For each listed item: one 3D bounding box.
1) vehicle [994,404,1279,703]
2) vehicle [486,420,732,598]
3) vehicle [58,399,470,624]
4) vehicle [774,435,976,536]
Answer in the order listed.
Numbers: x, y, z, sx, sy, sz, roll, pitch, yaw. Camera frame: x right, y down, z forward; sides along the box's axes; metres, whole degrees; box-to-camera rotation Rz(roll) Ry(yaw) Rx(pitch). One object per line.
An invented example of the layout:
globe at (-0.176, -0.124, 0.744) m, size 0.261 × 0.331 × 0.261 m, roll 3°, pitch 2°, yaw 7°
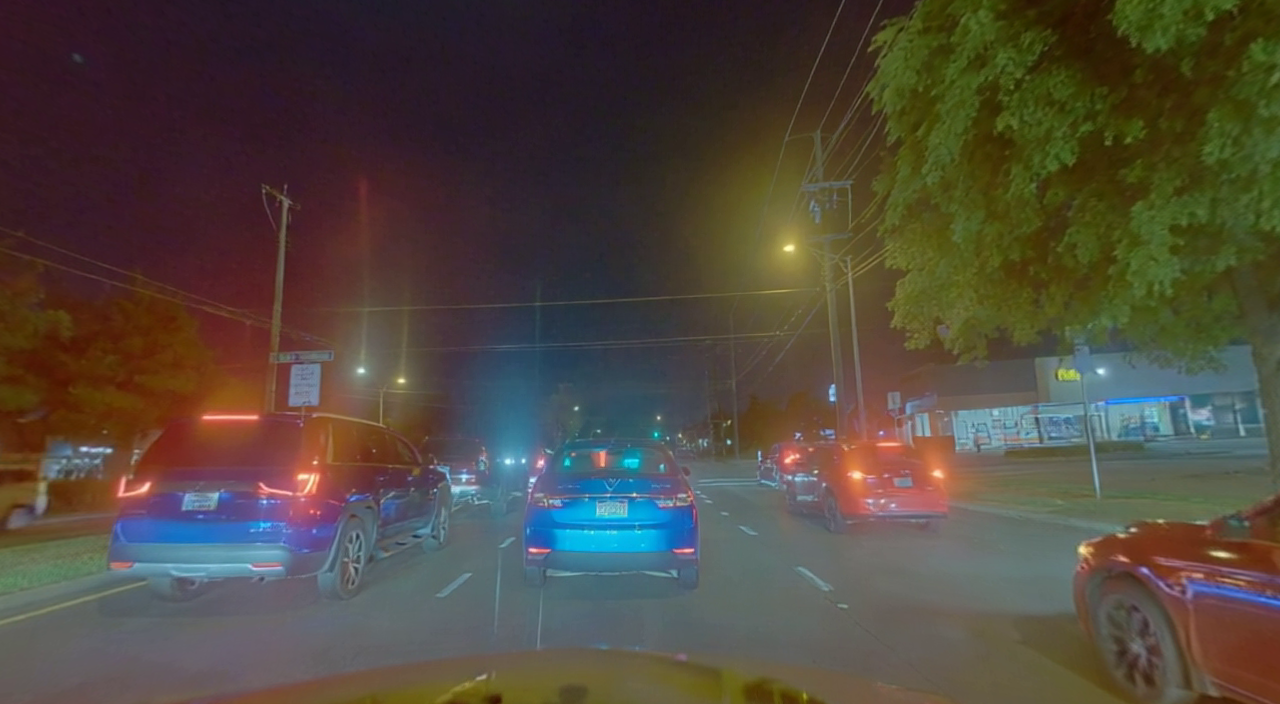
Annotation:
vehicle at (3.618, 0.926, 2.368) m, size 1.929 × 1.479 × 4.723 m, roll 0°, pitch -9°, yaw 1°
vehicle at (-0.320, 1.633, 7.396) m, size 2.097 × 1.511 × 3.809 m, roll 0°, pitch -9°, yaw -2°
vehicle at (-3.433, 1.527, 6.999) m, size 1.979 × 1.697 × 4.254 m, roll 0°, pitch -9°, yaw -1°
vehicle at (3.918, 2.289, 11.503) m, size 1.909 × 1.473 × 4.361 m, roll 0°, pitch -9°, yaw -1°
